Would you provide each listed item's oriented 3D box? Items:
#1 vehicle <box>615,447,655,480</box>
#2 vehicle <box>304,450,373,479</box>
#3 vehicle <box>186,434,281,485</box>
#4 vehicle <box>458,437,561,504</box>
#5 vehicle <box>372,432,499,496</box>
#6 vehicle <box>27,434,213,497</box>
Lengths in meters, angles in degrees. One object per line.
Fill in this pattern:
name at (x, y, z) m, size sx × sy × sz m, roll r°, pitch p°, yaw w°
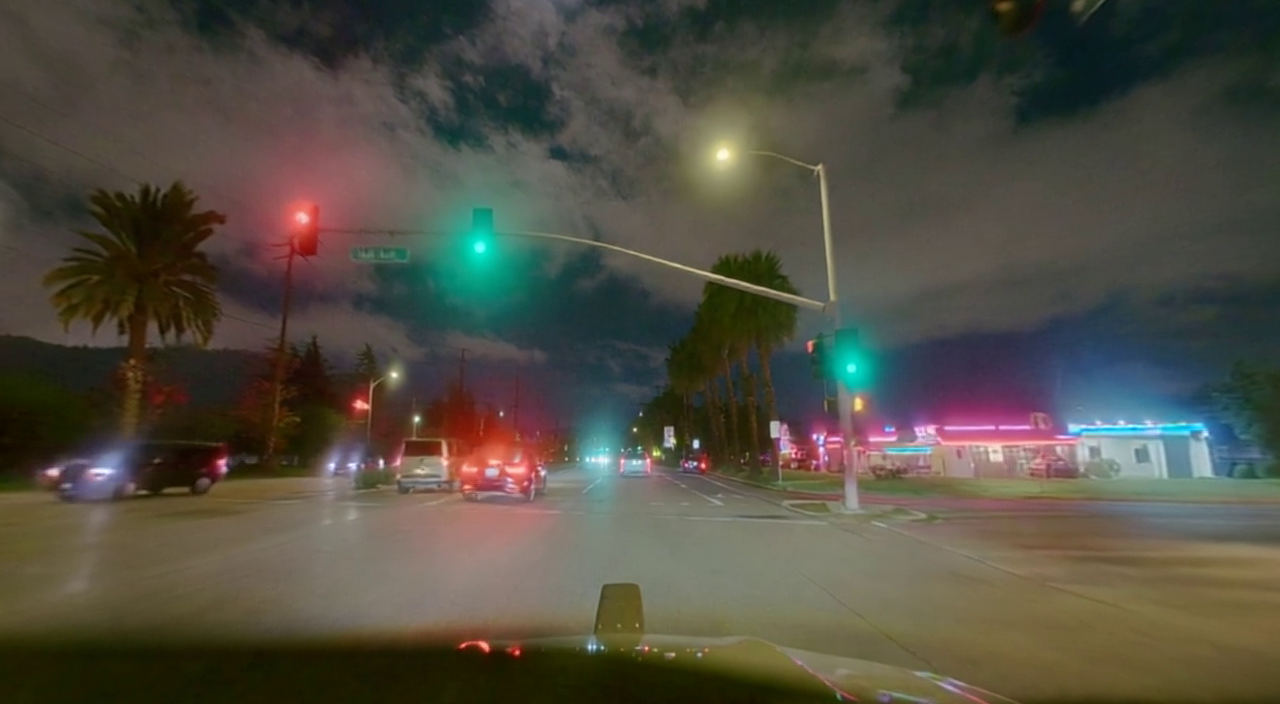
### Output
vehicle at (-0.324, 6.690, 38.007) m, size 2.280 × 1.803 × 4.240 m, roll 0°, pitch -9°, yaw -1°
vehicle at (-18.449, 6.882, 38.774) m, size 2.064 × 1.670 × 4.242 m, roll 0°, pitch -9°, yaw 0°
vehicle at (-26.109, 6.930, 40.752) m, size 2.512 × 2.978 × 5.172 m, roll 1°, pitch -9°, yaw 0°
vehicle at (-3.856, 3.626, 19.571) m, size 2.116 × 1.806 × 4.516 m, roll 0°, pitch -9°, yaw 1°
vehicle at (-7.249, 4.106, 23.353) m, size 2.457 × 2.010 × 6.330 m, roll 0°, pitch -9°, yaw 1°
vehicle at (-17.779, 3.906, 22.007) m, size 2.021 × 1.917 × 5.144 m, roll 0°, pitch -9°, yaw 0°
